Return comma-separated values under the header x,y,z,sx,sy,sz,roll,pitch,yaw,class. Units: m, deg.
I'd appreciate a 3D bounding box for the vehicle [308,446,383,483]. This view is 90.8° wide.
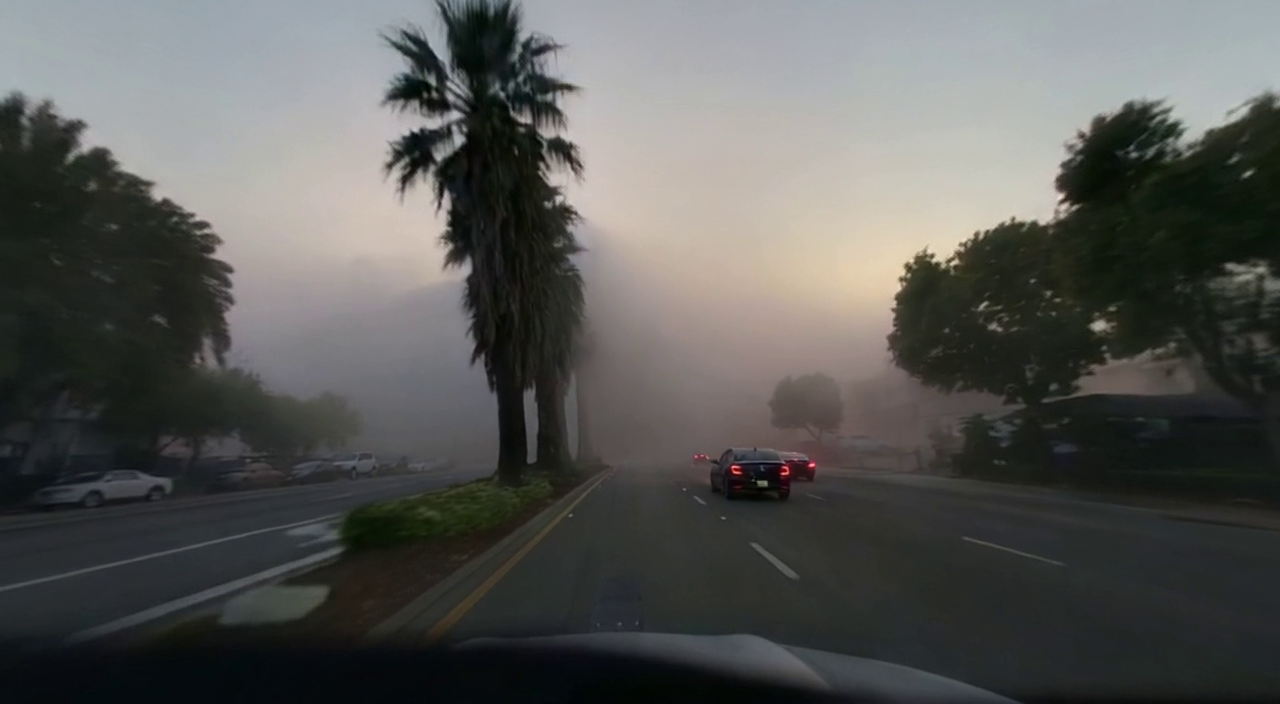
x,y,z,sx,sy,sz,roll,pitch,yaw,class
-19.196,7.337,41.487,2.344,2.232,5.170,0,-9,0,vehicle

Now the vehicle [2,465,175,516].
x,y,z,sx,sy,sz,roll,pitch,yaw,class
-19.078,4.782,22.217,1.848,1.432,4.662,0,-9,1,vehicle

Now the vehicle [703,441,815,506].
x,y,z,sx,sy,sz,roll,pitch,yaw,class
3.038,3.216,17.226,1.989,1.492,4.689,0,-9,-2,vehicle

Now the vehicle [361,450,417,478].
x,y,z,sx,sy,sz,roll,pitch,yaw,class
-19.132,8.544,48.464,2.056,1.946,5.498,0,-9,0,vehicle

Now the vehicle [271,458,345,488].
x,y,z,sx,sy,sz,roll,pitch,yaw,class
-18.767,6.849,35.956,1.828,1.472,4.464,0,-9,0,vehicle

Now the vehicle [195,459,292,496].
x,y,z,sx,sy,sz,roll,pitch,yaw,class
-18.935,5.986,30.461,1.811,1.539,4.560,0,-9,-1,vehicle
